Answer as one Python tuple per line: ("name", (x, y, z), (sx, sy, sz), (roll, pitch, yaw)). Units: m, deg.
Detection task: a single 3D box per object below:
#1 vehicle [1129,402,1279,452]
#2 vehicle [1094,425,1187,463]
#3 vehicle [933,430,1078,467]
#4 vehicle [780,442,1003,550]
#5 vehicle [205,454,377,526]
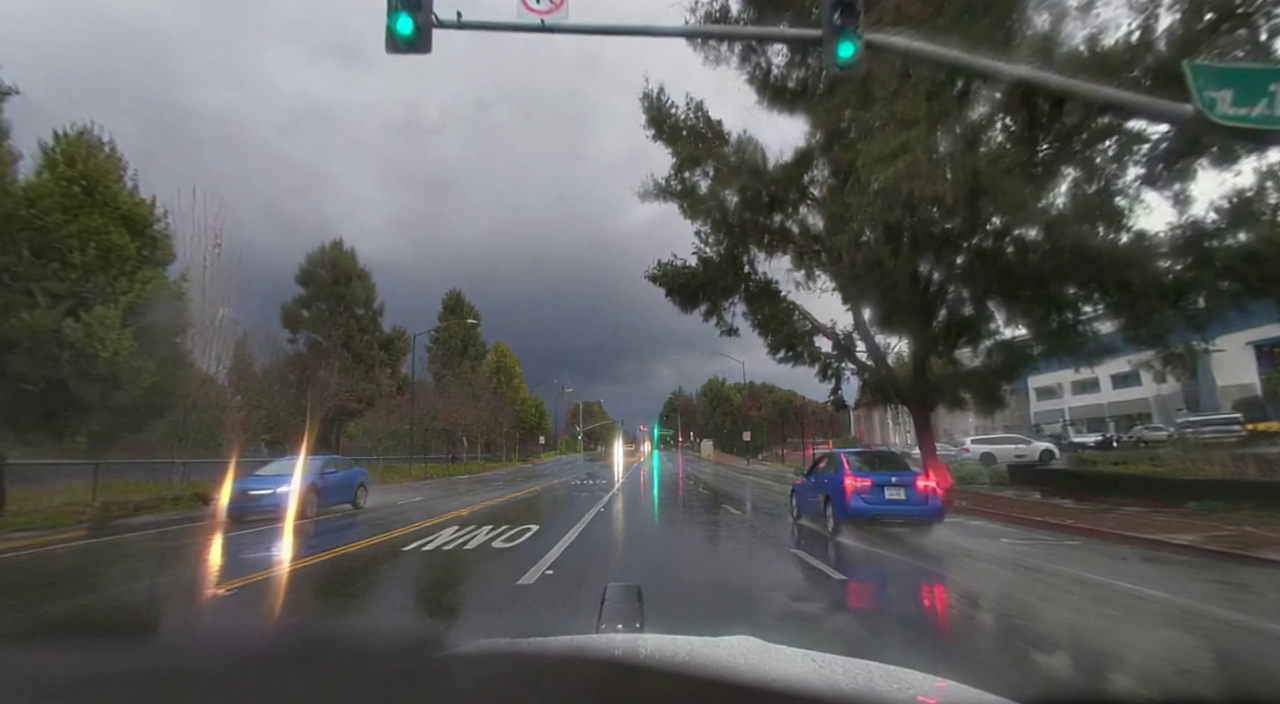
("vehicle", (30.257, 4.147, 34.059), (2.279, 2.416, 6.795), (0, -9, 0))
("vehicle", (34.927, 6.405, 44.309), (2.369, 2.475, 5.128), (0, -8, 2))
("vehicle", (19.393, 5.181, 33.788), (6.156, 1.801, 2.491), (-1, -9, 2))
("vehicle", (4.034, 2.354, 11.139), (2.114, 1.493, 4.430), (0, -8, 0))
("vehicle", (-9.370, 3.695, 17.594), (1.937, 1.624, 4.913), (0, -8, 1))
